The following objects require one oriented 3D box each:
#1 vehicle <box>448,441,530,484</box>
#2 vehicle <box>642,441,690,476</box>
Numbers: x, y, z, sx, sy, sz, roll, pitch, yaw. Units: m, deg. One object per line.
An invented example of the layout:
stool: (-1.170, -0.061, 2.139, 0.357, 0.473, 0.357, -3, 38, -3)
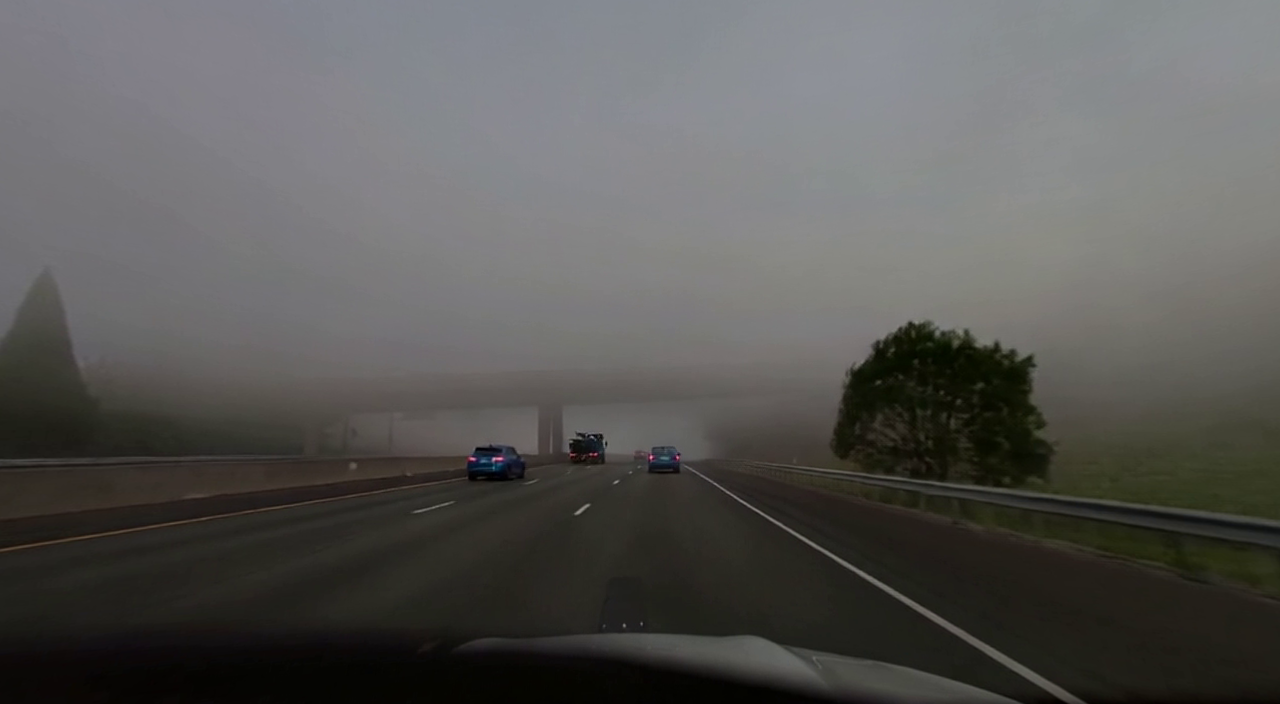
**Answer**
vehicle: (-6.242, 4.602, 26.746, 2.115, 1.644, 4.513, 0, -8, 3)
vehicle: (1.381, 5.608, 33.445, 2.336, 1.722, 4.212, 0, -8, 3)
